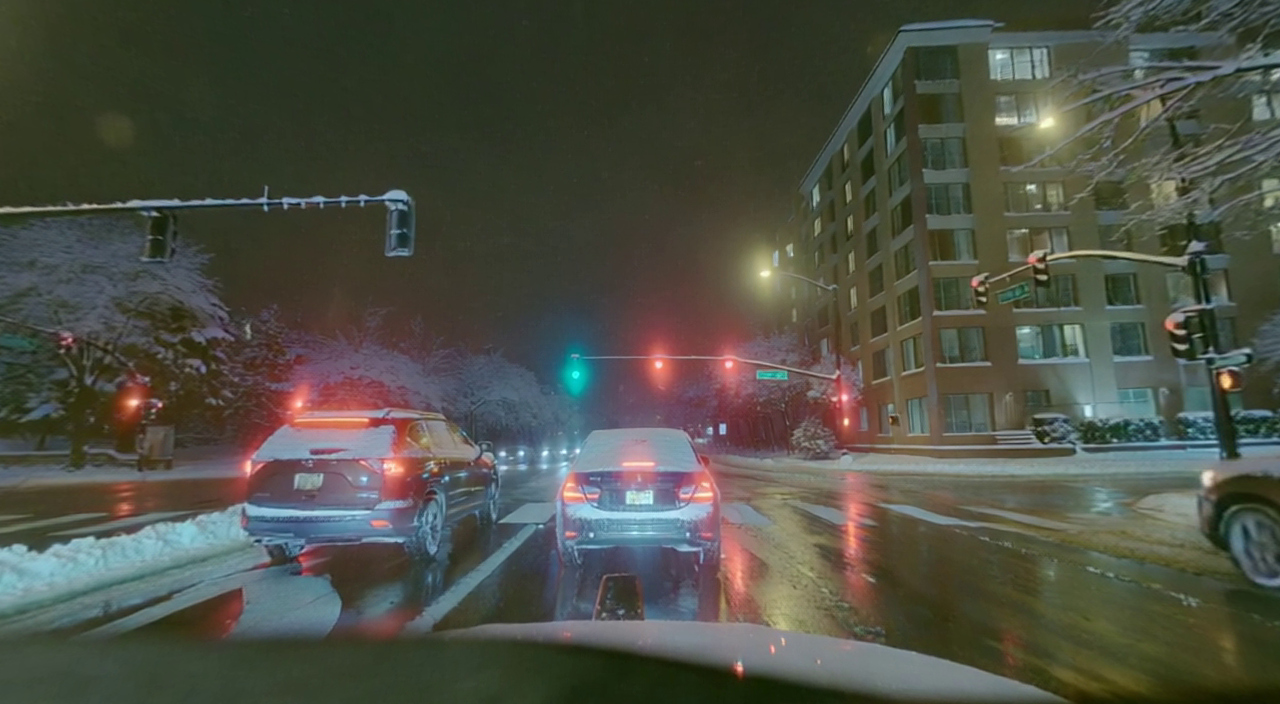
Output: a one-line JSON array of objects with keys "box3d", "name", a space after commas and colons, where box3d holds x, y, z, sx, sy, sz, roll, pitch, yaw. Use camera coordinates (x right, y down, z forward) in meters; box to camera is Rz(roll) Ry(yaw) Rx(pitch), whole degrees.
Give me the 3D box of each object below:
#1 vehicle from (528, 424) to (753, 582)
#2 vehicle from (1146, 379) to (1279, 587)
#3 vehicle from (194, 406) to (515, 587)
[{"box3d": [0.021, 1.756, 8.145, 2.190, 1.522, 3.850, 0, -8, 1], "name": "vehicle"}, {"box3d": [6.701, 0.978, 4.340, 2.079, 1.828, 5.323, 0, -8, 1], "name": "vehicle"}, {"box3d": [-3.171, 1.706, 8.317, 2.081, 1.719, 4.434, 0, -8, 1], "name": "vehicle"}]
